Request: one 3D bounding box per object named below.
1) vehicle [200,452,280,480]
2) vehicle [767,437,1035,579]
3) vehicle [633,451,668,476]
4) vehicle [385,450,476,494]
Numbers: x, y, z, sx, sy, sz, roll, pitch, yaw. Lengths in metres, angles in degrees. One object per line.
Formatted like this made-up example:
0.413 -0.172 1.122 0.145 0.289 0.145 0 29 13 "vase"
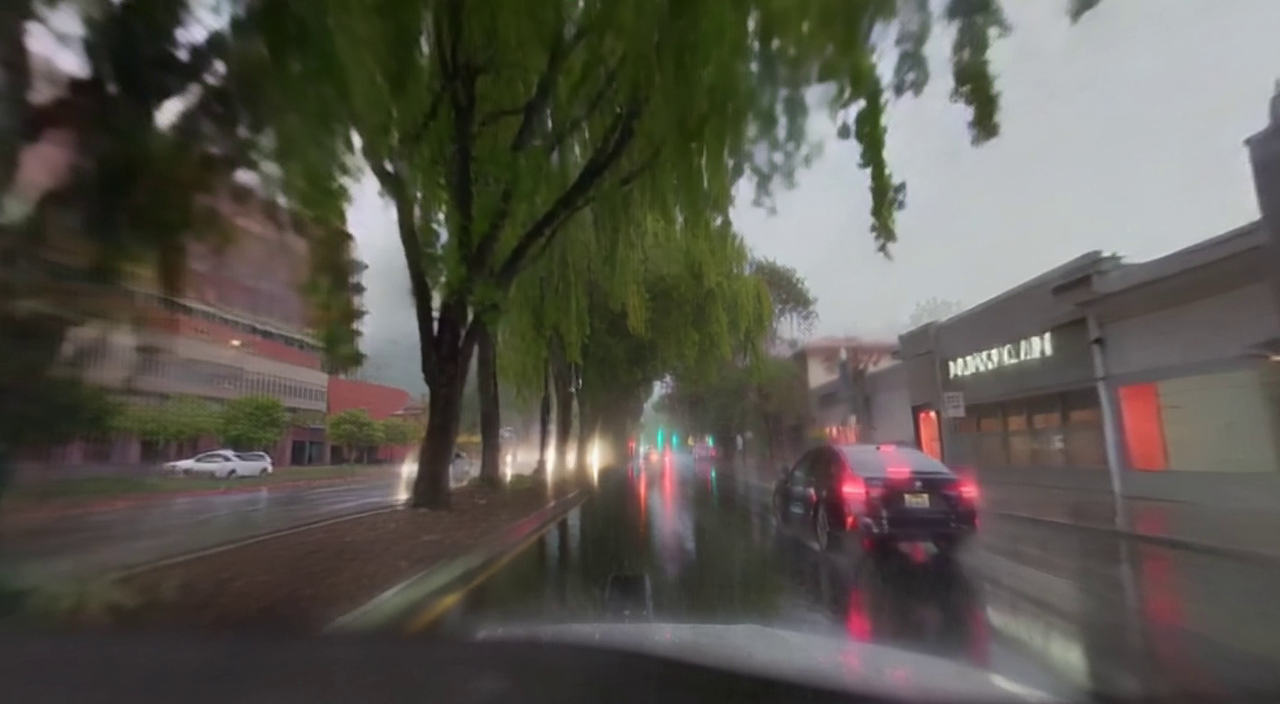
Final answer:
-26.466 7.542 41.952 1.913 1.678 5.017 0 -8 1 "vehicle"
3.216 1.978 8.854 1.989 1.498 4.050 0 -8 0 "vehicle"
0.594 6.465 36.679 1.945 1.343 3.827 0 -8 0 "vehicle"
-8.042 4.612 24.650 1.958 1.487 4.451 0 -8 1 "vehicle"
